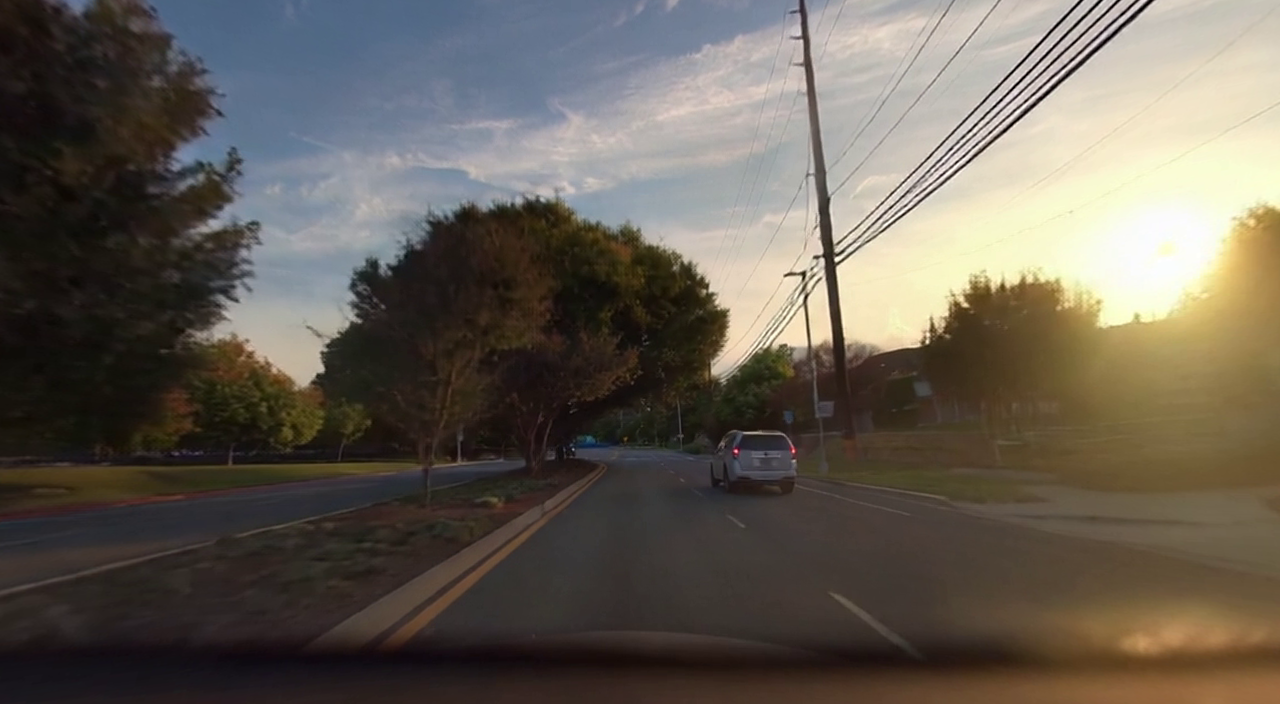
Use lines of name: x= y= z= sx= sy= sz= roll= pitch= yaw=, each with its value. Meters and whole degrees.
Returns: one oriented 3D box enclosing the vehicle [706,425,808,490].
vehicle: x=3.533 y=3.319 z=20.115 sx=2.193 sy=1.777 sz=4.772 roll=0 pitch=-8 yaw=-2
